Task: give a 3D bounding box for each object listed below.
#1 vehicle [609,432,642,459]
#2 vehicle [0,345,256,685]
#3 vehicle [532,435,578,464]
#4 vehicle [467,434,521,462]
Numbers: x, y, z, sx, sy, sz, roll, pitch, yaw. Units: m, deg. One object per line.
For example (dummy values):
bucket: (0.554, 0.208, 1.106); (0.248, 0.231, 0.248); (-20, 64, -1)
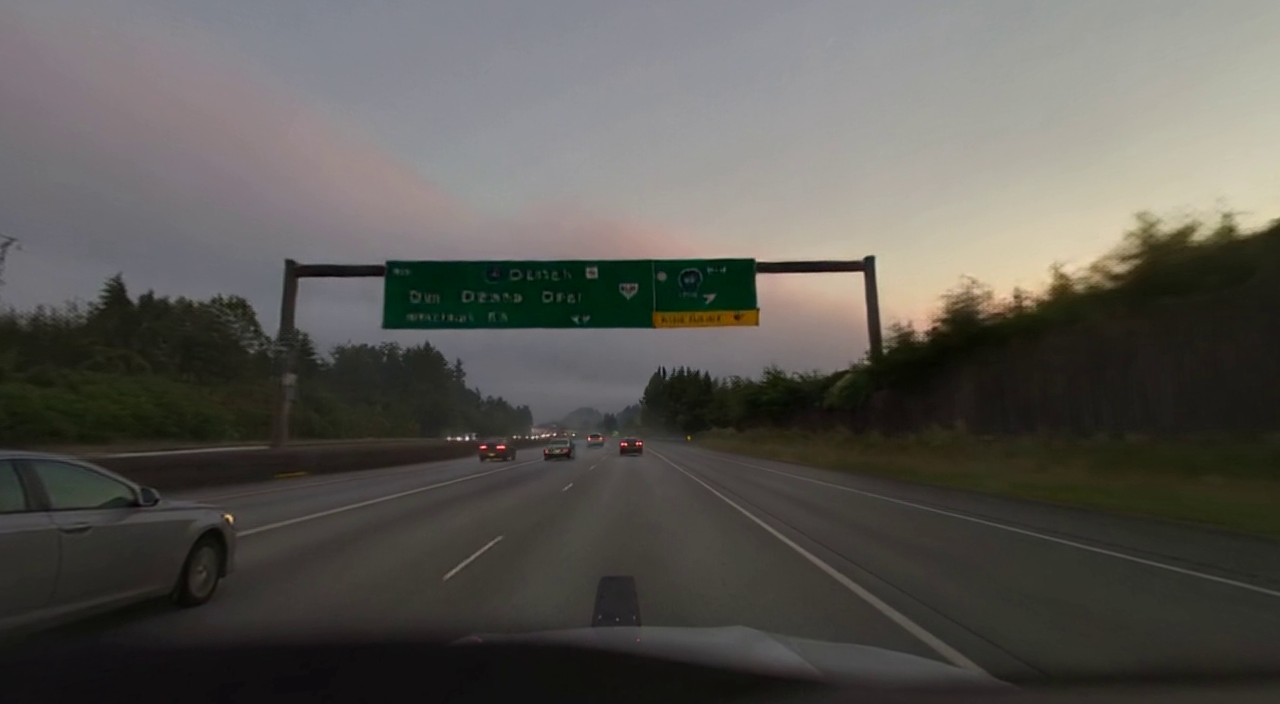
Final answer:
vehicle: (-0.915, 5.916, 39.992); (2.002, 1.611, 3.778); (0, -8, -1)
vehicle: (-4.447, 0.891, 3.446); (1.971, 1.822, 4.366); (0, -8, -1)
vehicle: (-4.461, 5.168, 33.672); (1.909, 1.445, 4.087); (0, -8, 0)
vehicle: (-8.379, 5.533, 36.513); (1.953, 1.524, 4.863); (0, -8, 0)
